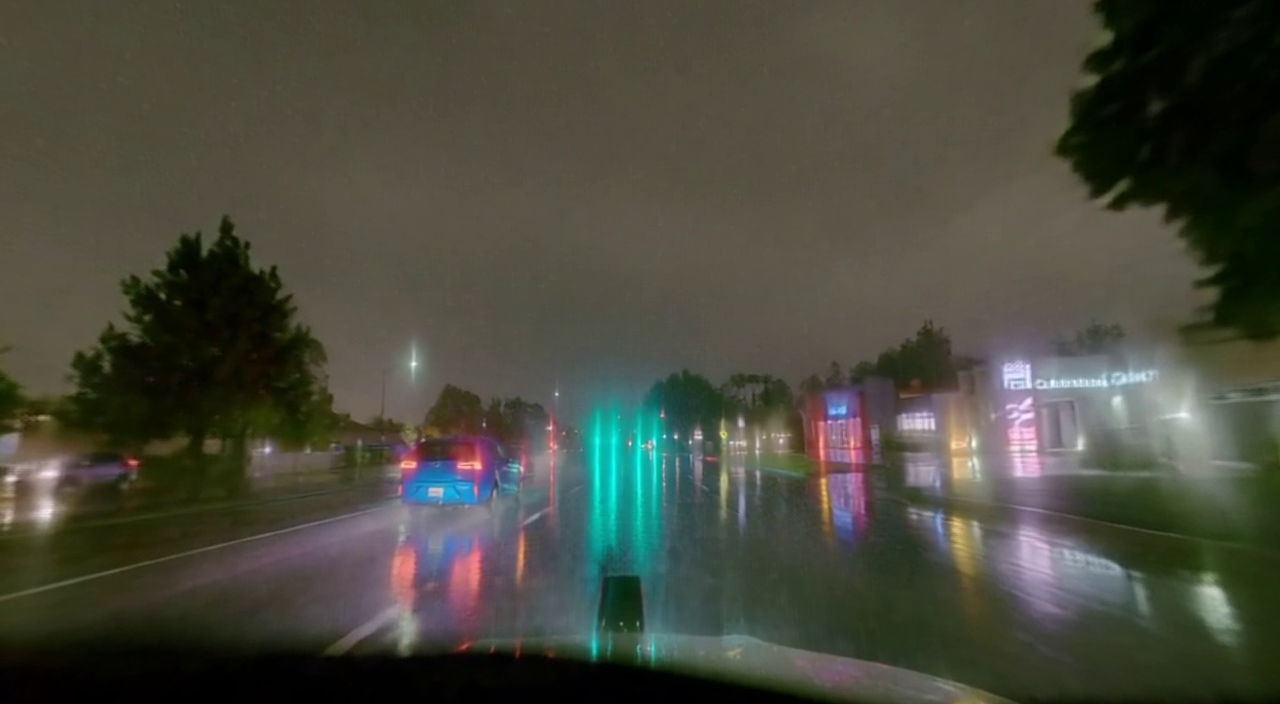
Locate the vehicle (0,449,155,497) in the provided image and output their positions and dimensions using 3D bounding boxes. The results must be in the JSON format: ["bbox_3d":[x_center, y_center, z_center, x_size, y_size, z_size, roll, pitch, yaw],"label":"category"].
[{"bbox_3d":[-22.786,4.835,25.781,2.031,1.699,5.011,0,-8,-1],"label":"vehicle"}]

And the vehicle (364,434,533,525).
[{"bbox_3d":[-3.484,2.381,12.461,2.005,1.477,4.169,0,-8,0],"label":"vehicle"}]
